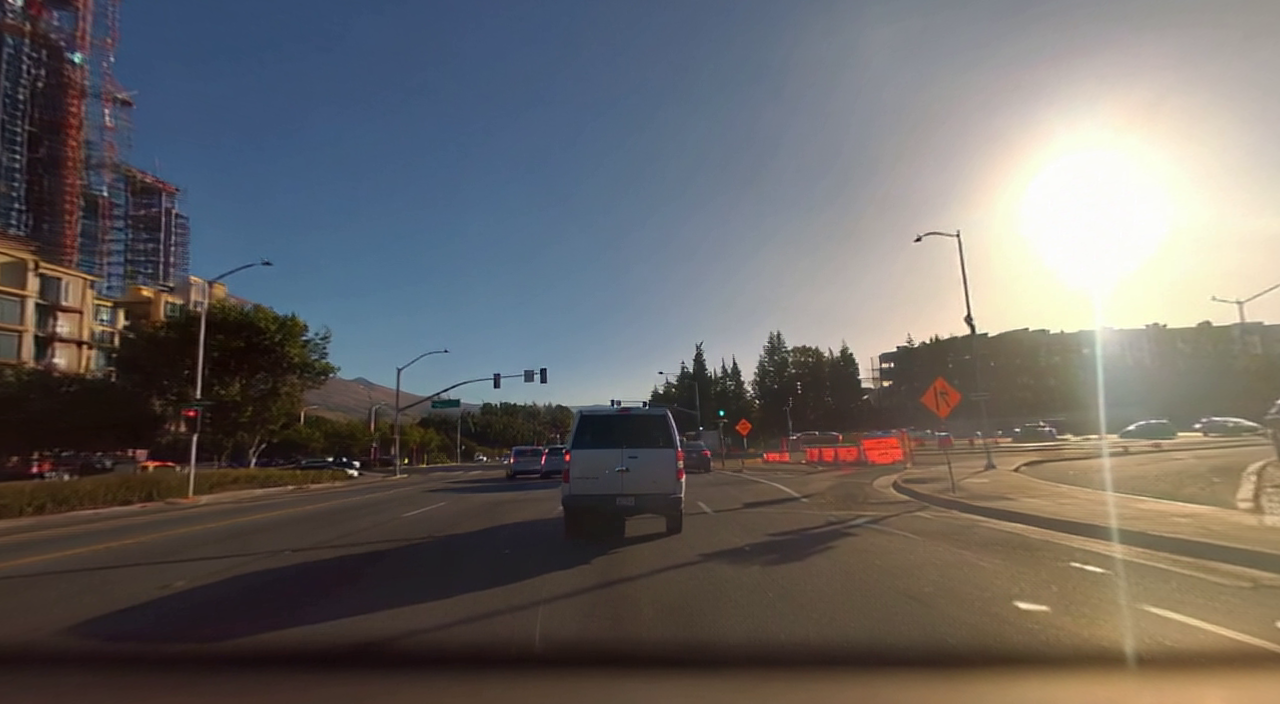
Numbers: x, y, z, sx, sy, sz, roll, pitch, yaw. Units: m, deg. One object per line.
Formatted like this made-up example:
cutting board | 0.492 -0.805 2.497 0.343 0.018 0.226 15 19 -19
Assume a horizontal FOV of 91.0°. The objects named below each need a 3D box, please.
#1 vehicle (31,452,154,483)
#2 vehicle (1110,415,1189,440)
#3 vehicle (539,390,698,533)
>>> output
vehicle | -36.164 7.604 41.724 5.755 1.945 2.403 0 -9 -1
vehicle | 39.390 5.843 48.832 4.556 1.639 2.002 -2 -8 34
vehicle | -0.454 2.054 12.348 2.350 2.122 5.801 0 -8 -3
